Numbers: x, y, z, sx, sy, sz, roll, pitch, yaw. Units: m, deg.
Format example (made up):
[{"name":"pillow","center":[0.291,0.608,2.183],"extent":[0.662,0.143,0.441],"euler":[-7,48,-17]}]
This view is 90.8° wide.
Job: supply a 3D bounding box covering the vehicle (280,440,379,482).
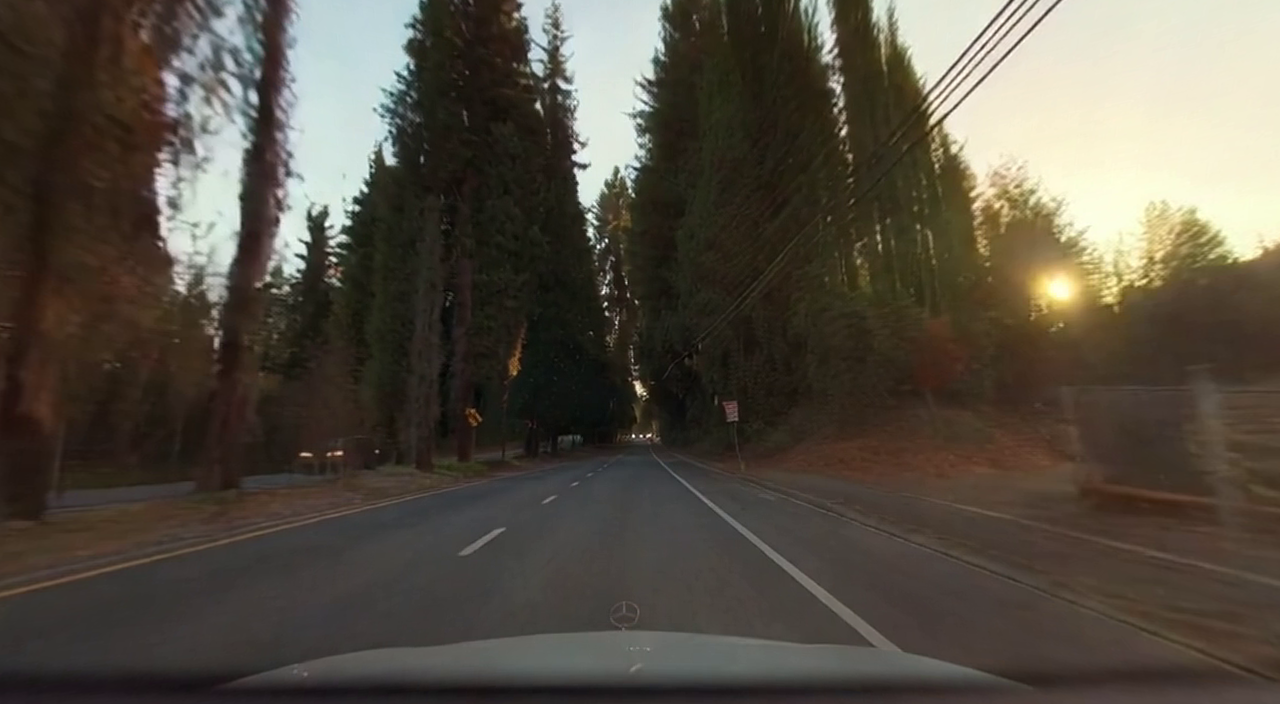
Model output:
[{"name":"vehicle","center":[-13.629,4.785,28.098],"extent":[2.030,1.688,4.527],"euler":[0,-8,0]}]
